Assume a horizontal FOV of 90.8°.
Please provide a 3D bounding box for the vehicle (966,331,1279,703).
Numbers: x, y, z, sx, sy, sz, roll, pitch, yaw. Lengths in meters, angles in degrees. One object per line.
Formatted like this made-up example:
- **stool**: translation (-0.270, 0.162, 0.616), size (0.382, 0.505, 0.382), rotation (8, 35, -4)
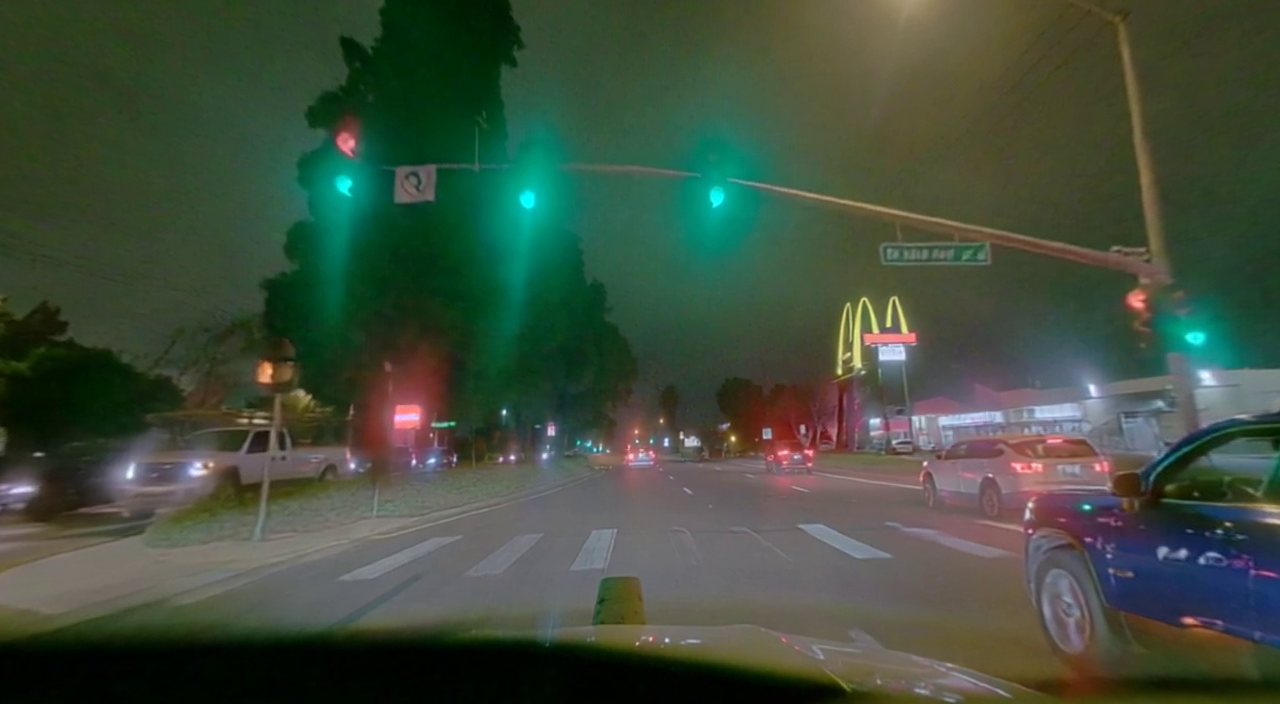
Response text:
- **vehicle**: translation (3.431, 0.786, 2.343), size (2.076, 1.716, 4.416), rotation (0, -9, 0)

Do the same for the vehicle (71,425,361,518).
- **vehicle**: translation (-10.503, 3.047, 16.852), size (2.909, 1.956, 6.908), rotation (0, -9, 1)

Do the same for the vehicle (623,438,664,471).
- **vehicle**: translation (0.169, 6.451, 40.035), size (2.402, 1.938, 4.535), rotation (0, -9, -1)

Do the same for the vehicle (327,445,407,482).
- **vehicle**: translation (-14.487, 5.925, 33.890), size (2.242, 1.836, 4.811), rotation (0, -9, -1)

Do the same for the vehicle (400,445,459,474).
- **vehicle**: translation (-14.050, 7.191, 42.529), size (2.159, 1.836, 5.038), rotation (0, -9, 1)

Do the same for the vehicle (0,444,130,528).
- **vehicle**: translation (-14.027, 2.874, 13.800), size (2.015, 1.679, 4.535), rotation (0, -9, -1)

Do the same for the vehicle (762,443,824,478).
- **vehicle**: translation (7.032, 5.012, 29.436), size (1.879, 1.517, 4.006), rotation (0, -9, 0)
